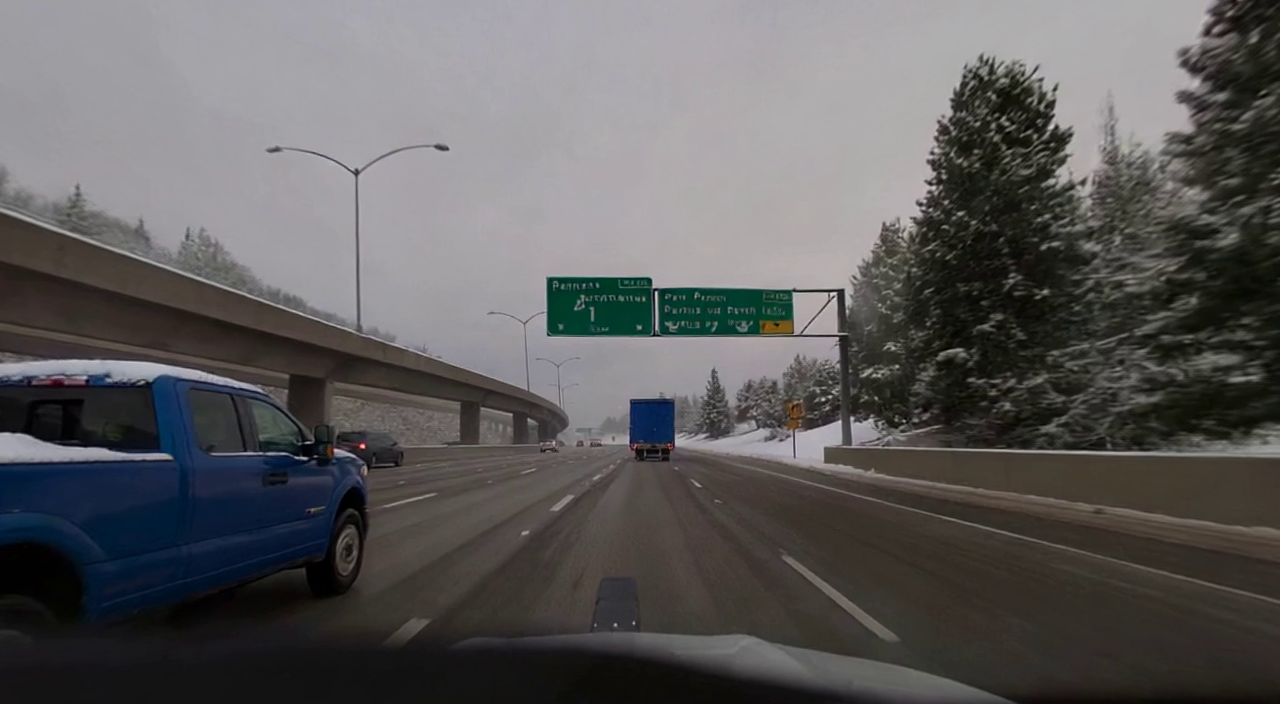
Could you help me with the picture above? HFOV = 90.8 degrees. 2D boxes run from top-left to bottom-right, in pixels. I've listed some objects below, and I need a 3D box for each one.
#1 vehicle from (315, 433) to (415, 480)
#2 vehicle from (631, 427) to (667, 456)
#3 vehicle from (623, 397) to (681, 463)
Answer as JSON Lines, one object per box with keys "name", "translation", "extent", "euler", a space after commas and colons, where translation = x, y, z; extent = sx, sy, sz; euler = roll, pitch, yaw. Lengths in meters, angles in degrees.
{"name": "vehicle", "translation": [-10.376, 3.961, 24.209], "extent": [1.919, 1.625, 4.183], "euler": [0, -8, 0]}
{"name": "vehicle", "translation": [0.498, 5.393, 37.956], "extent": [2.052, 1.666, 4.358], "euler": [0, -8, 0]}
{"name": "vehicle", "translation": [0.517, 5.214, 41.161], "extent": [3.233, 3.678, 11.032], "euler": [0, -8, -1]}
